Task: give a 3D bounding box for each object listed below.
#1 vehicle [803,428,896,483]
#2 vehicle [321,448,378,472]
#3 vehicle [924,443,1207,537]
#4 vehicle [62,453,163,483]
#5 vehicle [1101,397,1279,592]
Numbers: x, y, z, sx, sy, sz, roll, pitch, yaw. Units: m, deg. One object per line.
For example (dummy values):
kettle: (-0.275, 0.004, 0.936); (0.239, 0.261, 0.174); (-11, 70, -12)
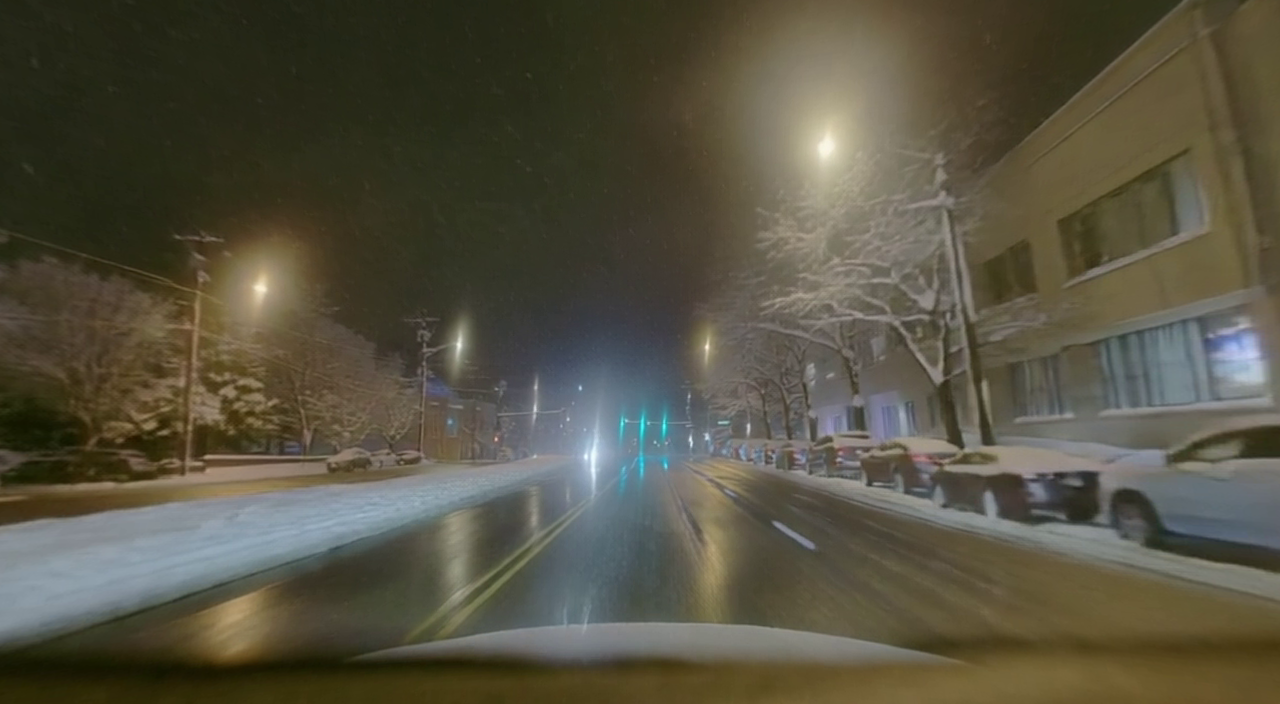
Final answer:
vehicle: (7.664, 3.839, 23.636); (1.908, 1.833, 4.711); (0, -8, 1)
vehicle: (-21.501, 7.962, 46.837); (1.968, 1.615, 4.591); (-1, -8, 1)
vehicle: (7.319, 2.387, 11.641); (2.093, 1.365, 4.566); (0, -8, 1)
vehicle: (-29.079, 6.370, 34.957); (1.879, 1.518, 4.165); (-1, -8, 1)
vehicle: (7.207, 1.371, 6.051); (1.974, 1.876, 4.842); (-1, -8, 2)
